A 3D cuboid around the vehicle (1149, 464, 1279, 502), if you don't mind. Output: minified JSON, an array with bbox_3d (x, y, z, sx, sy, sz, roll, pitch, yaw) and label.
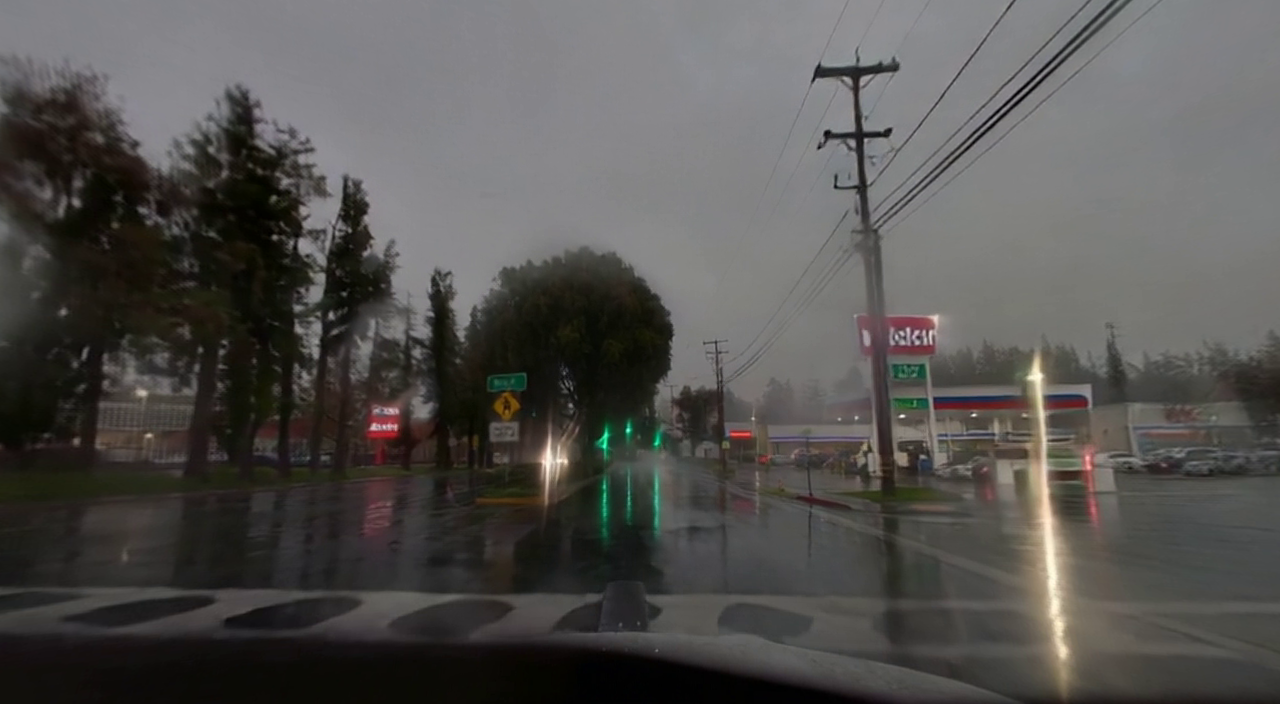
[{"bbox_3d":[25.901,5.881,28.683,2.113,1.461,3.997,0,-9,-1],"label":"vehicle"}]

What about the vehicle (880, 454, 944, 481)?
[{"bbox_3d":[20.564,8.696,47.656,4.694,1.845,2.086,6,-10,-33],"label":"vehicle"}]

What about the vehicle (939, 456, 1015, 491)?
[{"bbox_3d":[18.581,6.674,35.073,2.041,1.674,4.301,2,-9,3],"label":"vehicle"}]

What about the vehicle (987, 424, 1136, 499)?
[{"bbox_3d":[18.357,4.769,28.040,2.642,2.930,5.826,0,-9,2],"label":"vehicle"}]
